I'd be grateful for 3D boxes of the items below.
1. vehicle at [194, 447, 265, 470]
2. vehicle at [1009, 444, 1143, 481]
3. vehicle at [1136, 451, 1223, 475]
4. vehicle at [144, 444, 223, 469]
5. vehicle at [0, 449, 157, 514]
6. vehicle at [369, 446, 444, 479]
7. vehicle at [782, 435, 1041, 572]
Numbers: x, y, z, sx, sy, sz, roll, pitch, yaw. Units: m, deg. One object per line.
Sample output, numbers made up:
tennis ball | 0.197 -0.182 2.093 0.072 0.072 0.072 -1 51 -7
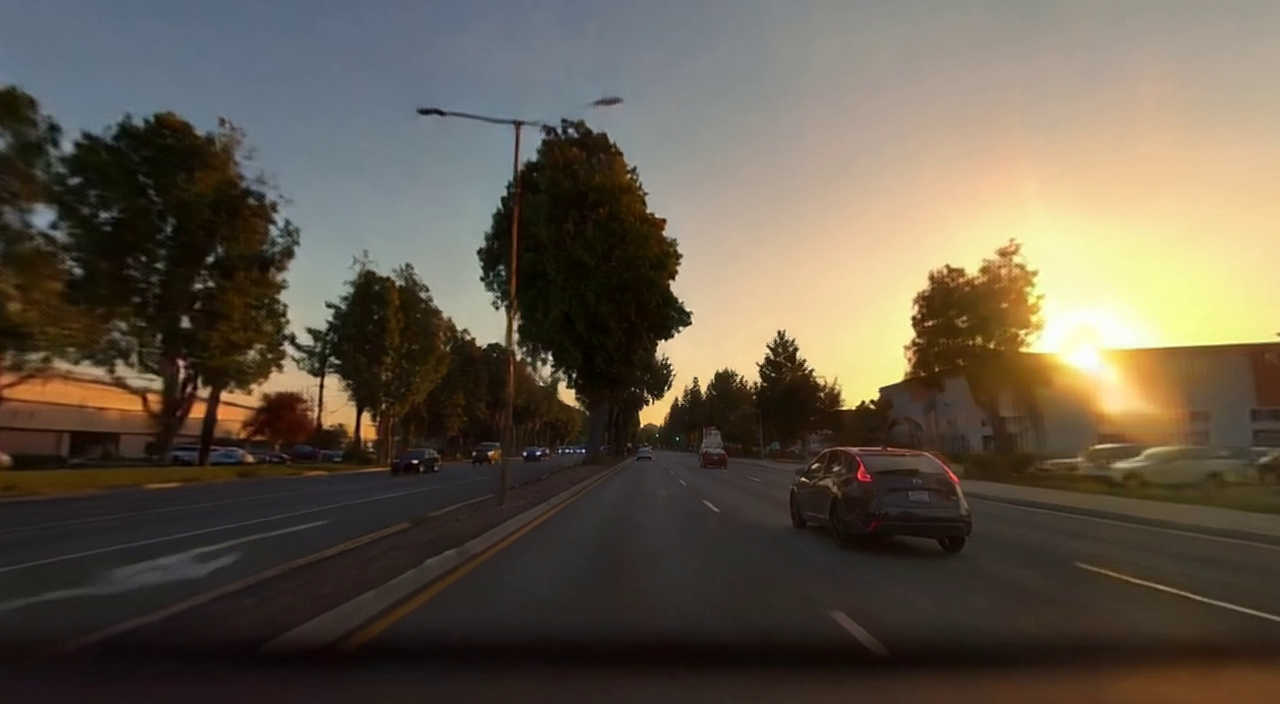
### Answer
vehicle | -28.315 7.330 43.461 1.861 1.451 4.533 0 -9 0
vehicle | 19.576 4.957 28.302 4.648 1.568 1.919 1 -9 -3
vehicle | 36.641 7.512 42.789 1.804 1.447 4.676 0 -9 1
vehicle | -31.545 7.221 43.553 1.950 1.569 4.435 0 -9 2
vehicle | -15.774 3.358 16.796 1.889 1.463 4.652 0 -9 1
vehicle | -11.863 5.630 32.261 1.983 1.567 4.557 0 -9 1
vehicle | 3.555 2.036 9.309 1.935 1.501 4.384 0 -9 1
